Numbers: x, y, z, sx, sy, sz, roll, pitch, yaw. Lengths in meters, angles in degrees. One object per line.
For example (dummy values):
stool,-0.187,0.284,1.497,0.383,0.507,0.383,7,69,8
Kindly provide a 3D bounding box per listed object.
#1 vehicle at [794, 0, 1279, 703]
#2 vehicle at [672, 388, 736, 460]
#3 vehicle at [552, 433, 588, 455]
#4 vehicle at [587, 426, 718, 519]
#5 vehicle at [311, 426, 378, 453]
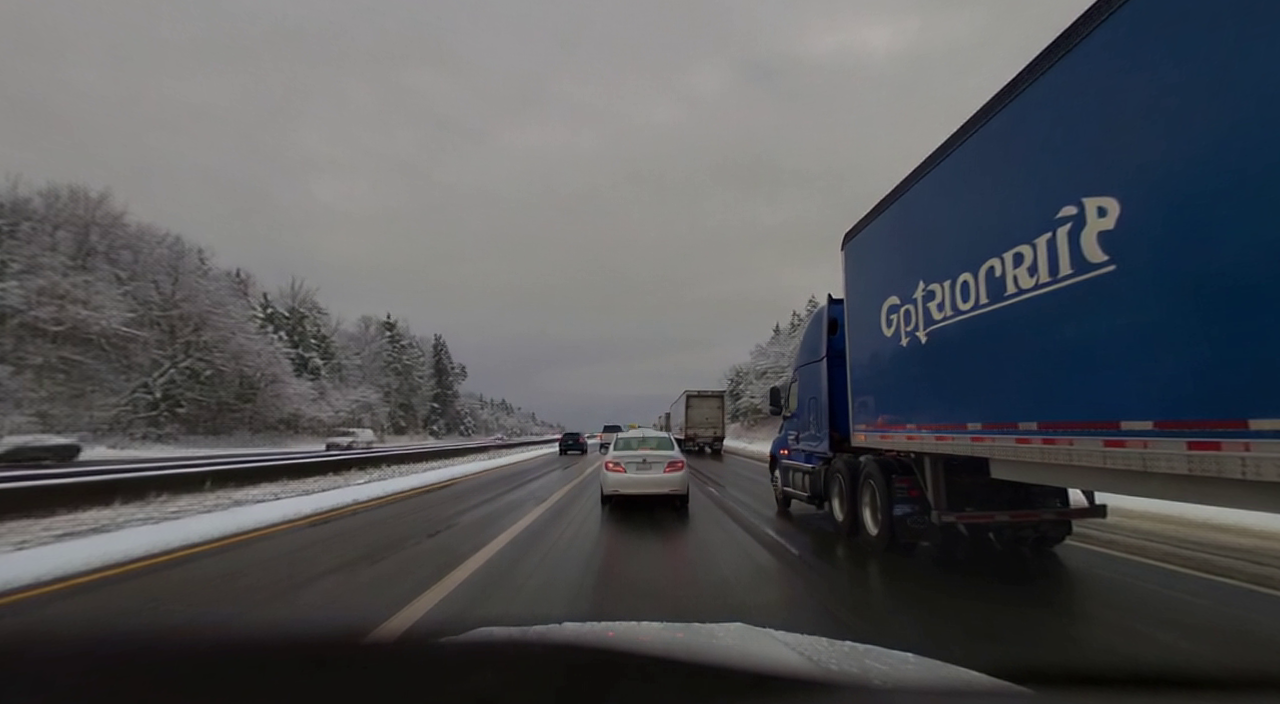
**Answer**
vehicle,4.150,-0.149,3.894,2.816,4.070,14.136,0,-8,0
vehicle,4.024,5.030,43.060,2.869,4.067,13.731,0,-8,0
vehicle,-4.711,6.277,43.060,1.983,1.434,4.451,0,-8,0
vehicle,0.171,2.109,11.598,2.021,1.435,3.611,0,-8,-1
vehicle,-21.791,6.483,46.762,2.126,1.905,5.320,0,-8,3
